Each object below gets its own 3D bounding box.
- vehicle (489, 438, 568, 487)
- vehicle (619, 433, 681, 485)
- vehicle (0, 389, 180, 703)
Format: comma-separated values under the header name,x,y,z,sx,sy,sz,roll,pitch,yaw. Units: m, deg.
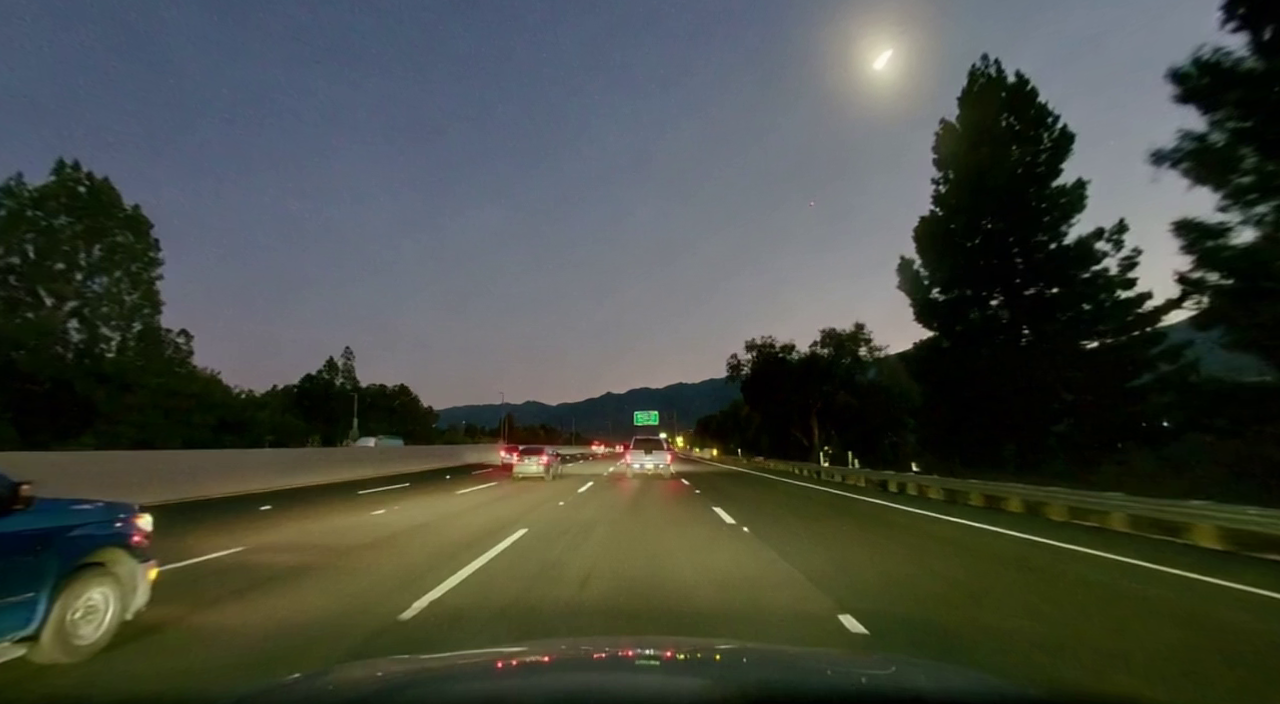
name,x,y,z,sx,sy,sz,roll,pitch,yaw
vehicle,-4.027,4.052,23.465,2.106,1.651,4.040,-1,-9,1
vehicle,0.369,4.223,25.317,2.229,1.837,5.387,0,-8,0
vehicle,-4.024,0.846,2.030,1.959,1.604,4.065,0,-9,0
